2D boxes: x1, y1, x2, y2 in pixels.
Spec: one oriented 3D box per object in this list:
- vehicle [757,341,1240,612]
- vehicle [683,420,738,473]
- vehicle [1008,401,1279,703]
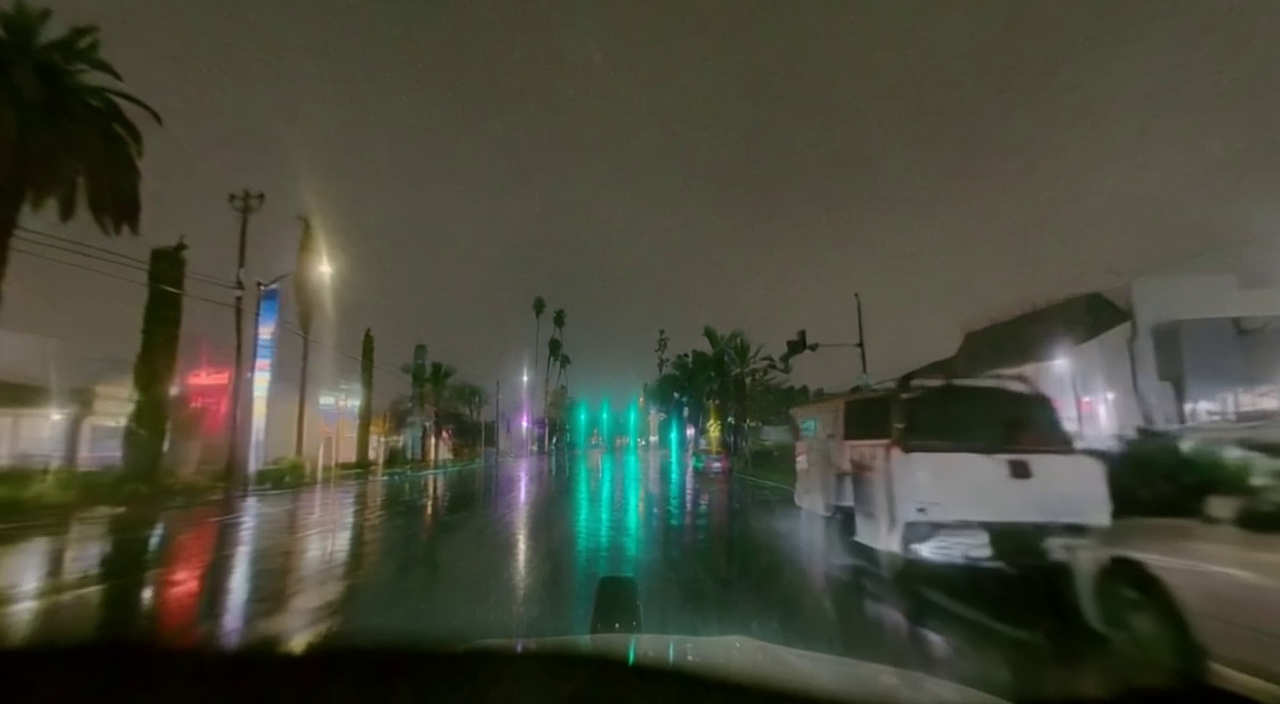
[{"bbox_3d":[3.390,1.432,8.149,2.557,2.128,6.242,0,-9,0],"label":"vehicle"},{"bbox_3d":[3.634,5.051,33.680,2.221,2.552,5.594,0,-9,-1],"label":"vehicle"},{"bbox_3d":[3.377,0.809,1.575,1.908,1.480,4.712,0,-9,-3],"label":"vehicle"}]
